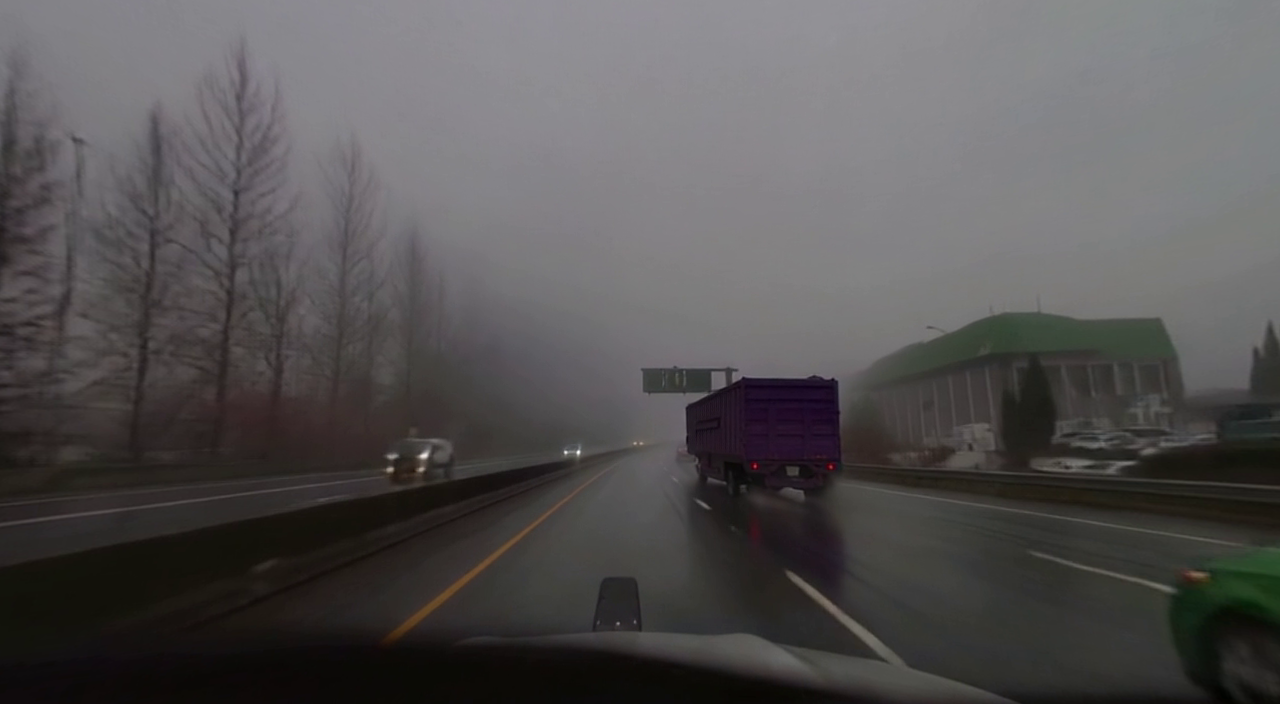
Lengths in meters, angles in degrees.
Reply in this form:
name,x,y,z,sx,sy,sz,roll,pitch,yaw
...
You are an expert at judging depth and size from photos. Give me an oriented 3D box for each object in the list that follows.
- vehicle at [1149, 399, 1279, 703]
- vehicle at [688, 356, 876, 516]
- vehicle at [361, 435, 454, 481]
name,x,y,z,sx,sy,sz,roll,pitch,yaw
vehicle,3.632,0.775,1.225,1.971,1.558,3.834,0,-9,-1
vehicle,3.704,2.945,21.245,2.916,3.563,14.462,0,-9,0
vehicle,-9.137,4.204,25.055,1.955,1.683,4.168,0,-9,2
